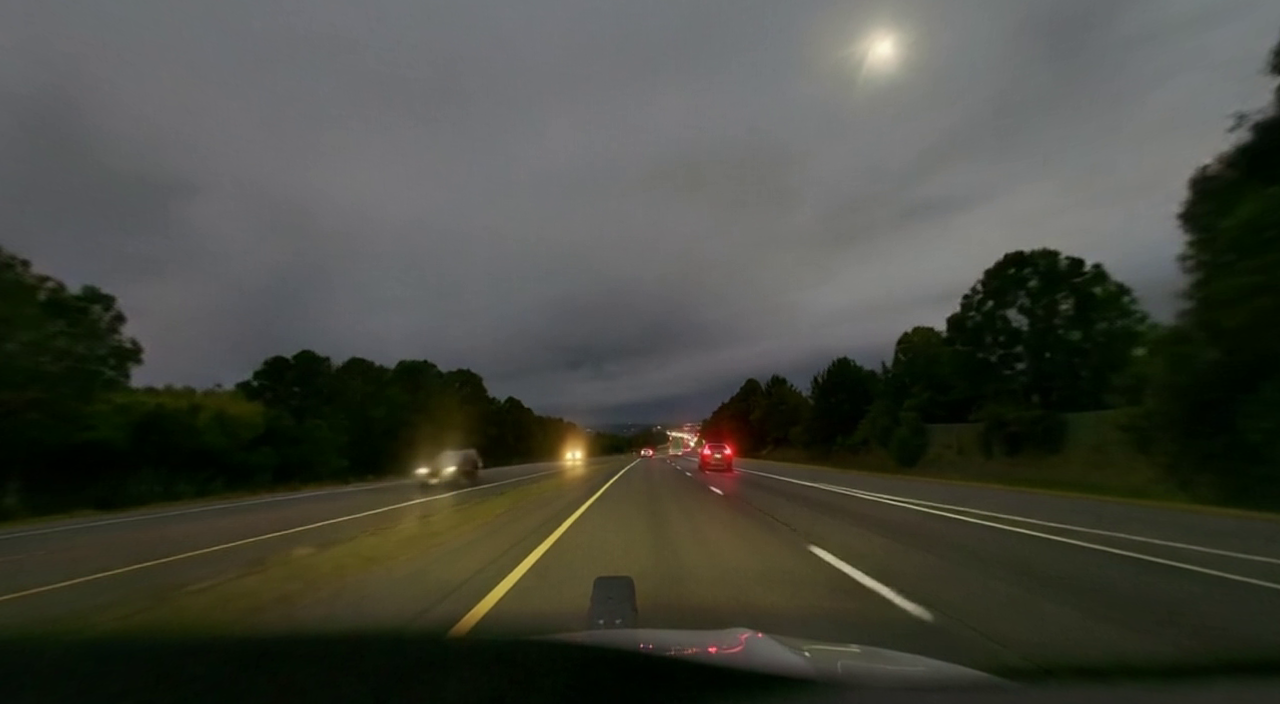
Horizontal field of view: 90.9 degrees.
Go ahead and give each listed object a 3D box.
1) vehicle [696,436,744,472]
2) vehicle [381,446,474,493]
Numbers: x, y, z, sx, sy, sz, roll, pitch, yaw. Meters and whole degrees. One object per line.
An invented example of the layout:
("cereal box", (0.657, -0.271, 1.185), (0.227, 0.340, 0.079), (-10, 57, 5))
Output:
("vehicle", (4.709, 6.112, 37.808), (2.189, 2.007, 4.872), (0, -9, -1))
("vehicle", (-8.598, 4.775, 26.019), (2.094, 1.707, 4.766), (0, -9, 0))
